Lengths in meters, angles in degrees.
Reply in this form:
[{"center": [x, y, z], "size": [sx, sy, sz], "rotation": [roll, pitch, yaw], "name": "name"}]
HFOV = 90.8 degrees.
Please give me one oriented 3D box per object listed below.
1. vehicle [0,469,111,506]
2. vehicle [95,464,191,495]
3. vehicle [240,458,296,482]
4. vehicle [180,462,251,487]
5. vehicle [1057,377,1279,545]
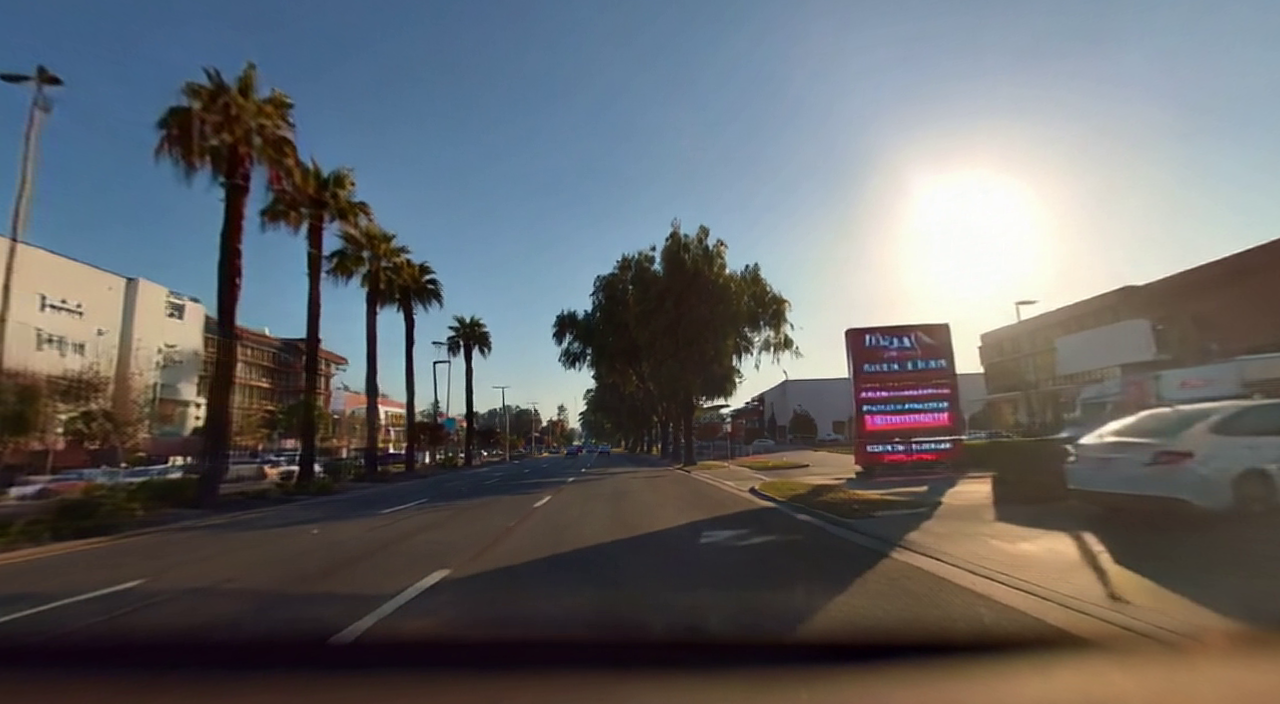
[{"center": [-27.505, 6.265, 29.524], "size": [1.909, 1.436, 4.443], "rotation": [0, -9, -4], "name": "vehicle"}, {"center": [-27.823, 7.113, 35.585], "size": [1.861, 1.474, 4.719], "rotation": [0, -9, -5], "name": "vehicle"}, {"center": [-28.650, 9.054, 48.797], "size": [1.938, 1.667, 4.364], "rotation": [0, -9, -4], "name": "vehicle"}, {"center": [-28.382, 8.185, 42.414], "size": [1.807, 1.446, 4.605], "rotation": [0, -9, -3], "name": "vehicle"}, {"center": [8.982, 1.688, 10.208], "size": [5.154, 2.026, 2.257], "rotation": [7, -12, -41], "name": "vehicle"}]
